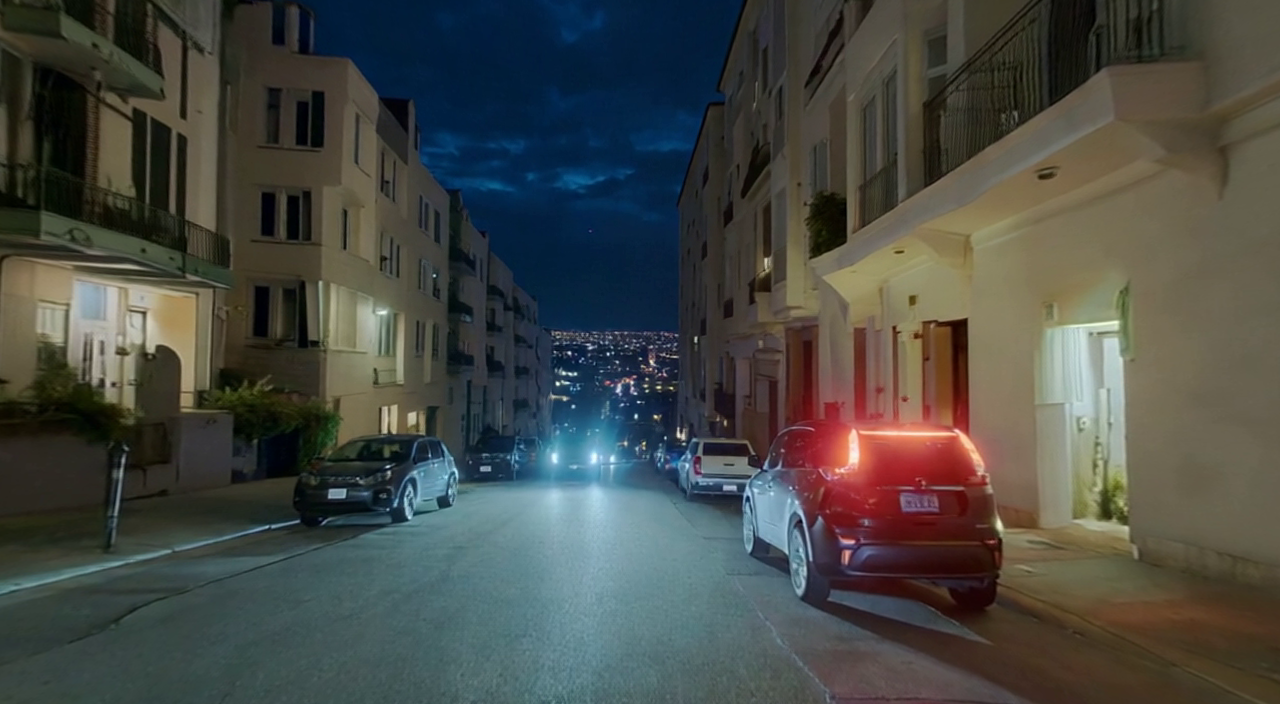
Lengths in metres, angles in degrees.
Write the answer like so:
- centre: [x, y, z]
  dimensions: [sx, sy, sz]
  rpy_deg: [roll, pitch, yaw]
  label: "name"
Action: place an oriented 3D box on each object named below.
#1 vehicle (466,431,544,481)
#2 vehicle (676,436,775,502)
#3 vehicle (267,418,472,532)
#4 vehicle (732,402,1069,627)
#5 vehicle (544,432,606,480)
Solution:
- centre: [-4.834, 3.803, 23.158]
  dimensions: [1.942, 1.521, 3.761]
  rpy_deg: [5, -9, 0]
  label: "vehicle"
- centre: [2.002, 2.866, 16.030]
  dimensions: [1.786, 1.447, 4.314]
  rpy_deg: [0, -8, -2]
  label: "vehicle"
- centre: [-4.548, 2.168, 11.479]
  dimensions: [1.883, 1.499, 4.426]
  rpy_deg: [6, -10, -3]
  label: "vehicle"
- centre: [2.255, 1.486, 6.766]
  dimensions: [1.839, 1.678, 3.918]
  rpy_deg: [0, -8, -2]
  label: "vehicle"
- centre: [-2.183, 3.582, 21.996]
  dimensions: [1.845, 1.544, 3.388]
  rpy_deg: [0, -8, 0]
  label: "vehicle"
